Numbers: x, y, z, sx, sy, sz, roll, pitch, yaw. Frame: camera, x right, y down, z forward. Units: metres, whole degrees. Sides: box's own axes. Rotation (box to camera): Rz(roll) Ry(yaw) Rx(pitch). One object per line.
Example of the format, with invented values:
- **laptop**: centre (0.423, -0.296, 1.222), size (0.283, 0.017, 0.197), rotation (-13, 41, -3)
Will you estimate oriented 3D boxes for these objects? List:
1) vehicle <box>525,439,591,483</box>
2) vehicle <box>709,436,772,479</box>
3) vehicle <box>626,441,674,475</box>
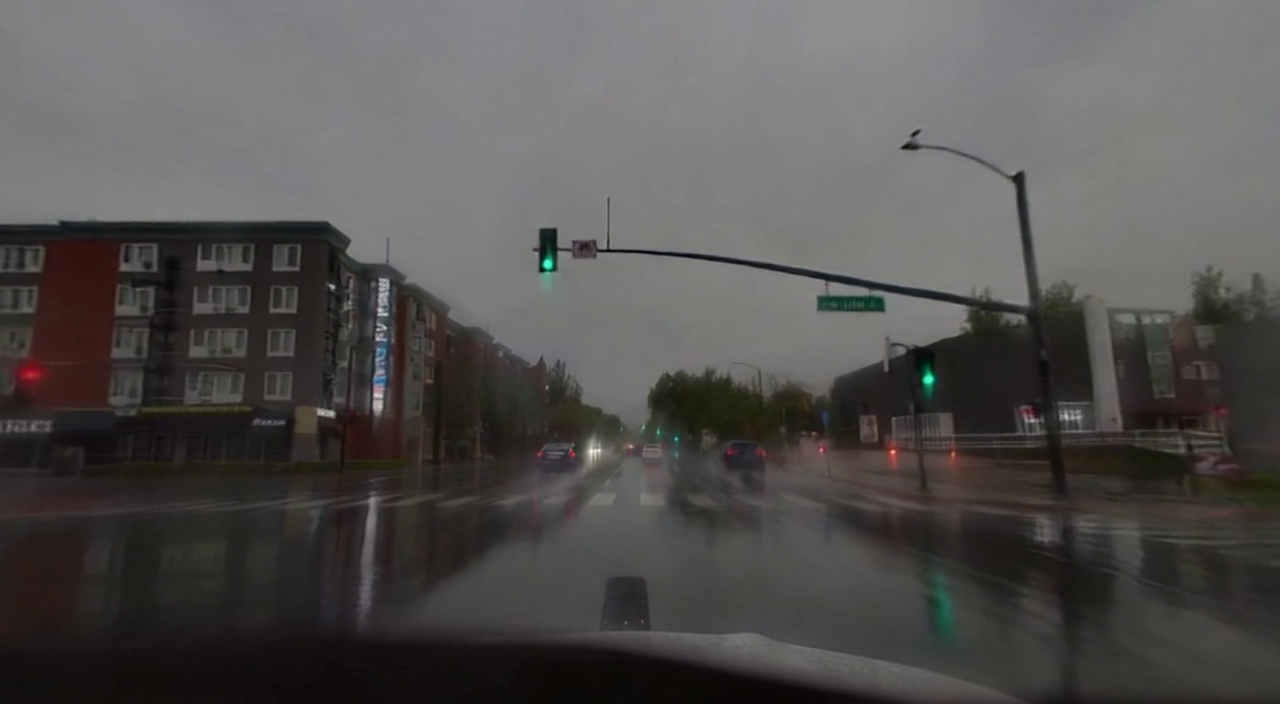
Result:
- **vehicle**: centre (-3.014, 4.110, 23.977), size (1.860, 1.510, 4.073), rotation (0, -9, 1)
- **vehicle**: centre (4.100, 4.395, 26.387), size (1.987, 1.637, 3.896), rotation (0, -9, 0)
- **vehicle**: centre (0.419, 4.891, 29.346), size (2.103, 1.468, 4.094), rotation (0, -9, 0)
